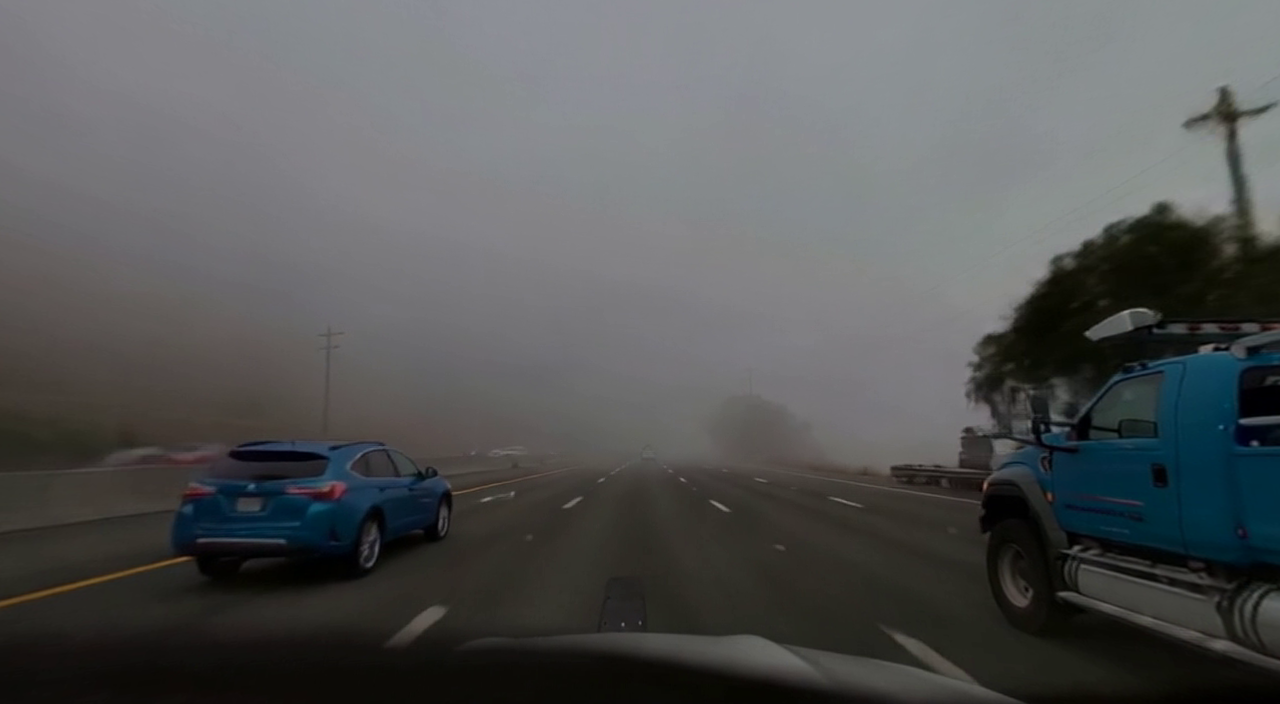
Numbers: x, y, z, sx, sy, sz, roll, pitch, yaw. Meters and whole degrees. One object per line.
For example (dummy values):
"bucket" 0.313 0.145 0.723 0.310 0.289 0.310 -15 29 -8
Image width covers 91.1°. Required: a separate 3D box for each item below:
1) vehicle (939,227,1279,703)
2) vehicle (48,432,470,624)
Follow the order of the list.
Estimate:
"vehicle" 3.662 0.552 1.622 2.538 2.228 6.370 0 -9 -1
"vehicle" -3.632 1.742 7.288 1.974 1.493 4.563 0 -9 1
